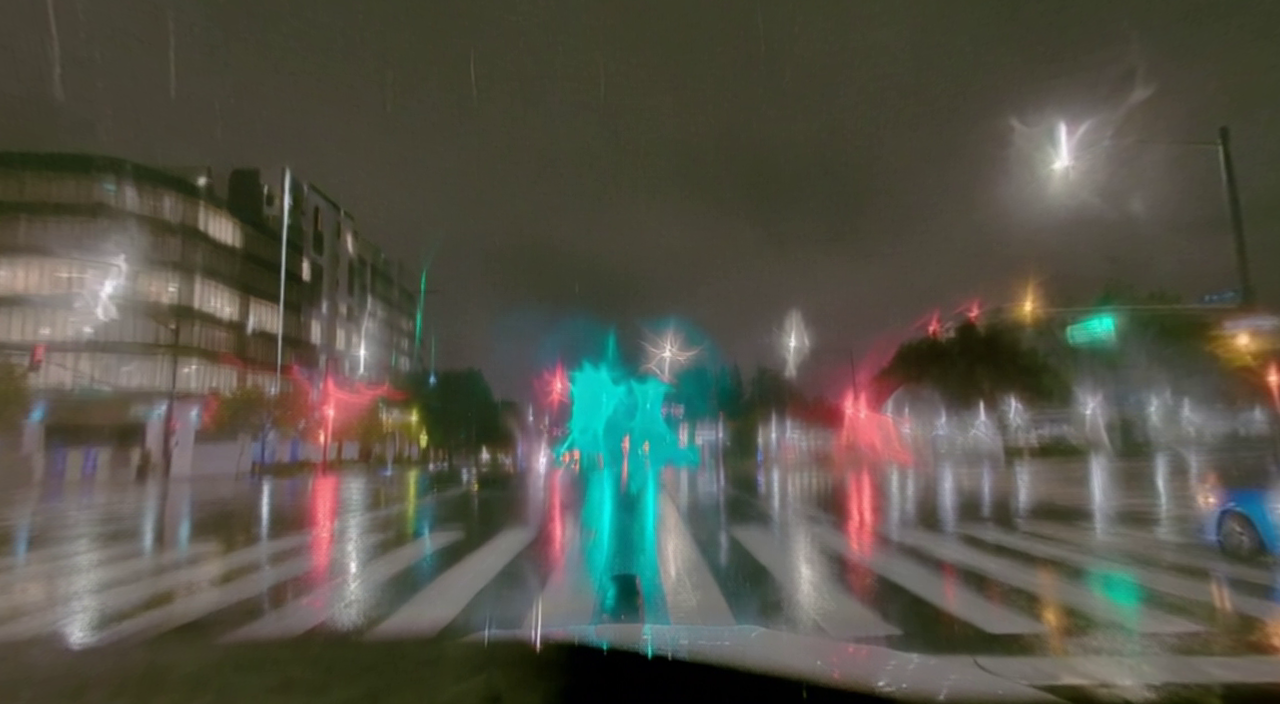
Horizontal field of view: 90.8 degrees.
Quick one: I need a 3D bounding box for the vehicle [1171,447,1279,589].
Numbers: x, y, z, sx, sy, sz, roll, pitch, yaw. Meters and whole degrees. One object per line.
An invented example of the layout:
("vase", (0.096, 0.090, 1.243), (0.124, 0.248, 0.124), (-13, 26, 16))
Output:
("vehicle", (7.347, 1.533, 5.358), (1.935, 1.421, 4.716), (-1, -8, 6))
